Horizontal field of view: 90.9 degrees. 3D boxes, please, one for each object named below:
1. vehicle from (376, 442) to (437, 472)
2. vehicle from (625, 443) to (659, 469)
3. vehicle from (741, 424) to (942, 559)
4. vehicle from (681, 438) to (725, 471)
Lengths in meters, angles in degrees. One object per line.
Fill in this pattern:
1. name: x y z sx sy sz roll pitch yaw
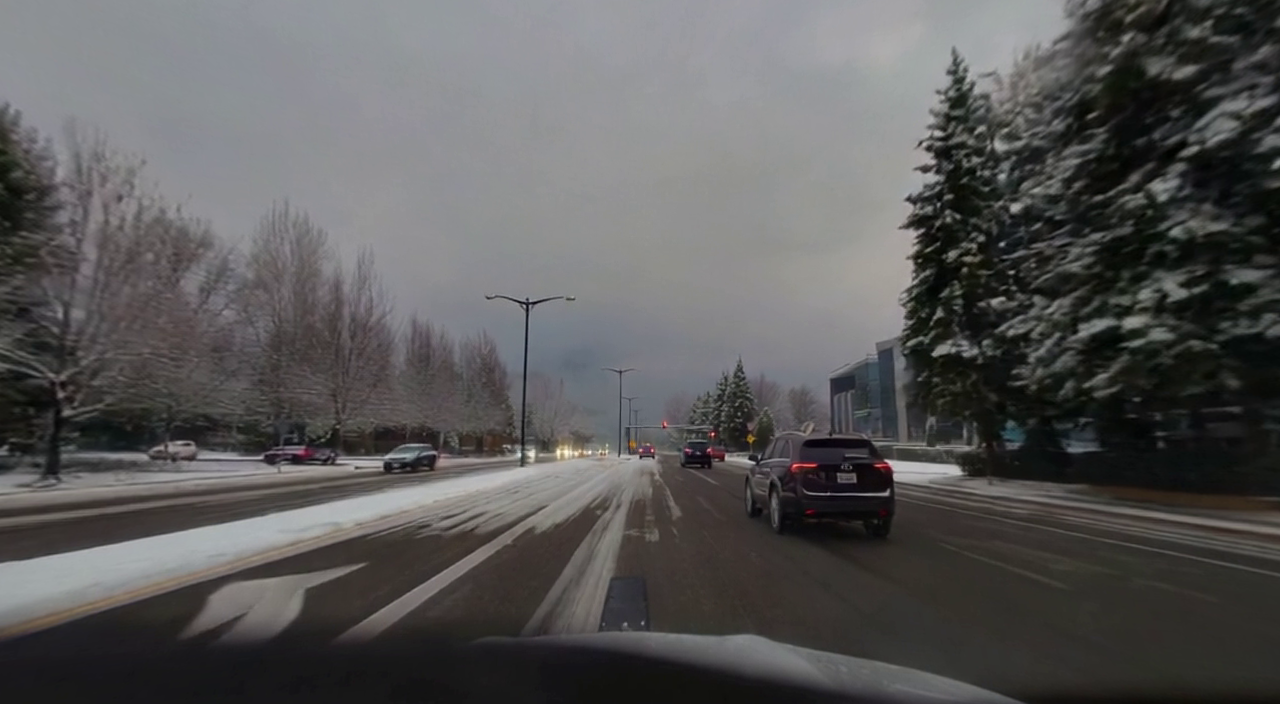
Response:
1. vehicle: -14.662 6.602 39.859 2.064 1.697 4.381 -1 -8 1
2. vehicle: 0.097 6.422 39.082 1.991 1.477 3.814 -1 -8 0
3. vehicle: 2.839 2.030 9.912 1.901 1.634 3.896 1 -8 0
4. vehicle: 3.791 6.217 38.535 2.154 1.844 4.634 2 -8 -1
